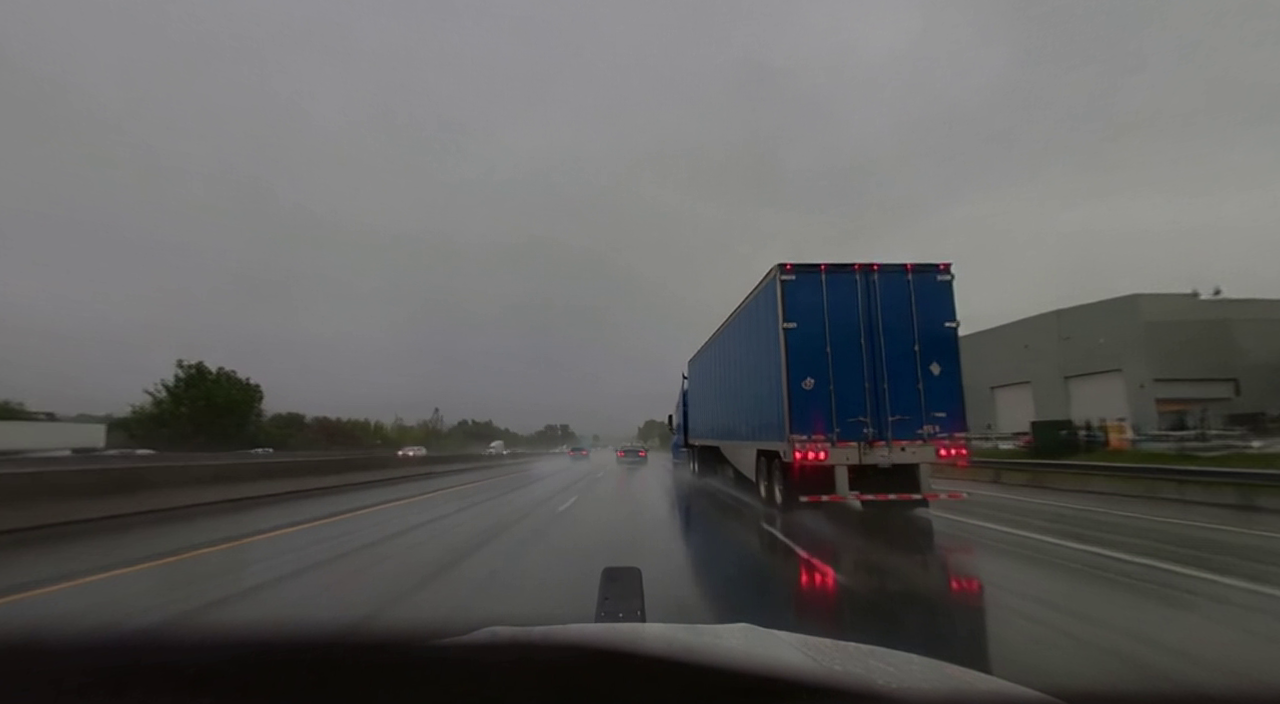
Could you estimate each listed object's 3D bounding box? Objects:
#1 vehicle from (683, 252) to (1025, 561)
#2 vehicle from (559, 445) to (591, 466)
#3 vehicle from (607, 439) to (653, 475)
[{"bbox_3d":[3.342,1.870,16.372,2.996,4.123,15.965,0,-9,-1],"label":"vehicle"},{"bbox_3d":[-4.862,7.823,47.727,1.995,1.491,4.317,0,-9,-1],"label":"vehicle"},{"bbox_3d":[-0.493,5.371,32.518,2.191,1.685,4.015,0,-9,0],"label":"vehicle"}]
